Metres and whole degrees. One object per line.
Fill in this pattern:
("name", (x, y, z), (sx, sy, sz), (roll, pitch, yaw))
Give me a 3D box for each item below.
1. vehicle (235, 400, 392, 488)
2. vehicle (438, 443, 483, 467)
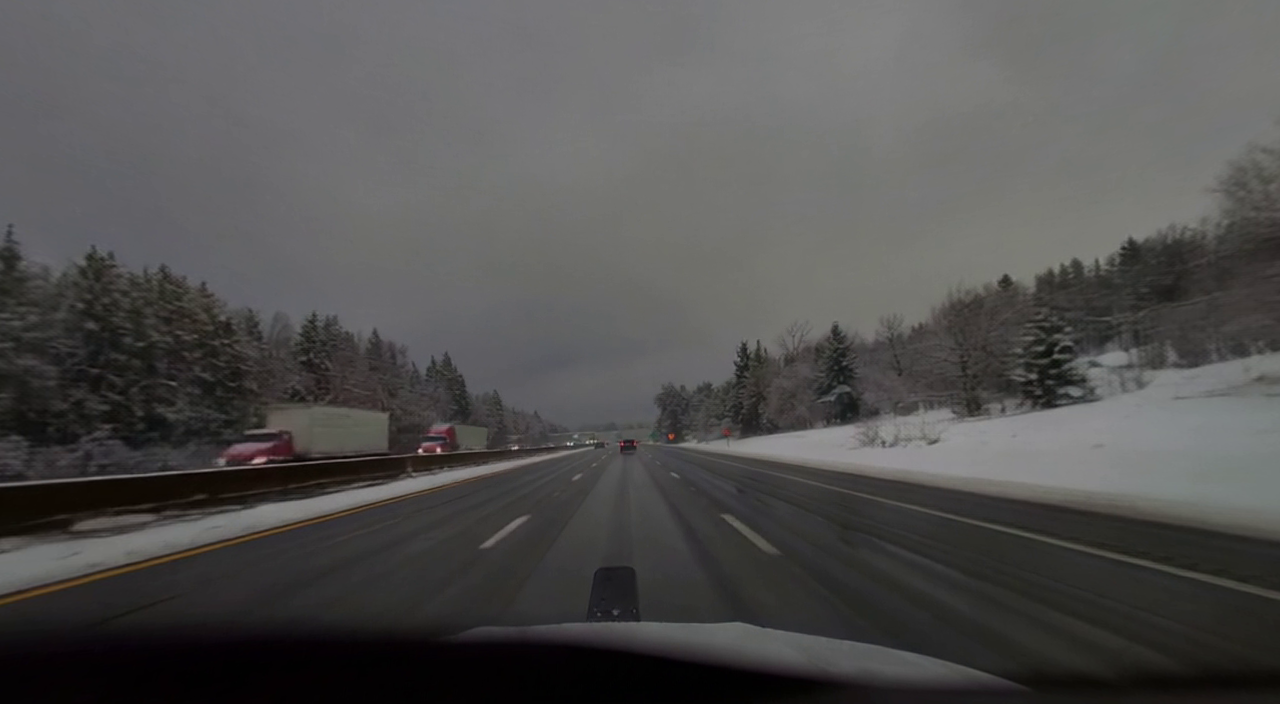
("vehicle", (-16.129, 4.673, 32.314), (2.970, 3.779, 9.719), (0, -8, -1))
("vehicle", (-12.255, 7.036, 43.186), (1.875, 1.470, 4.357), (0, -8, -1))
